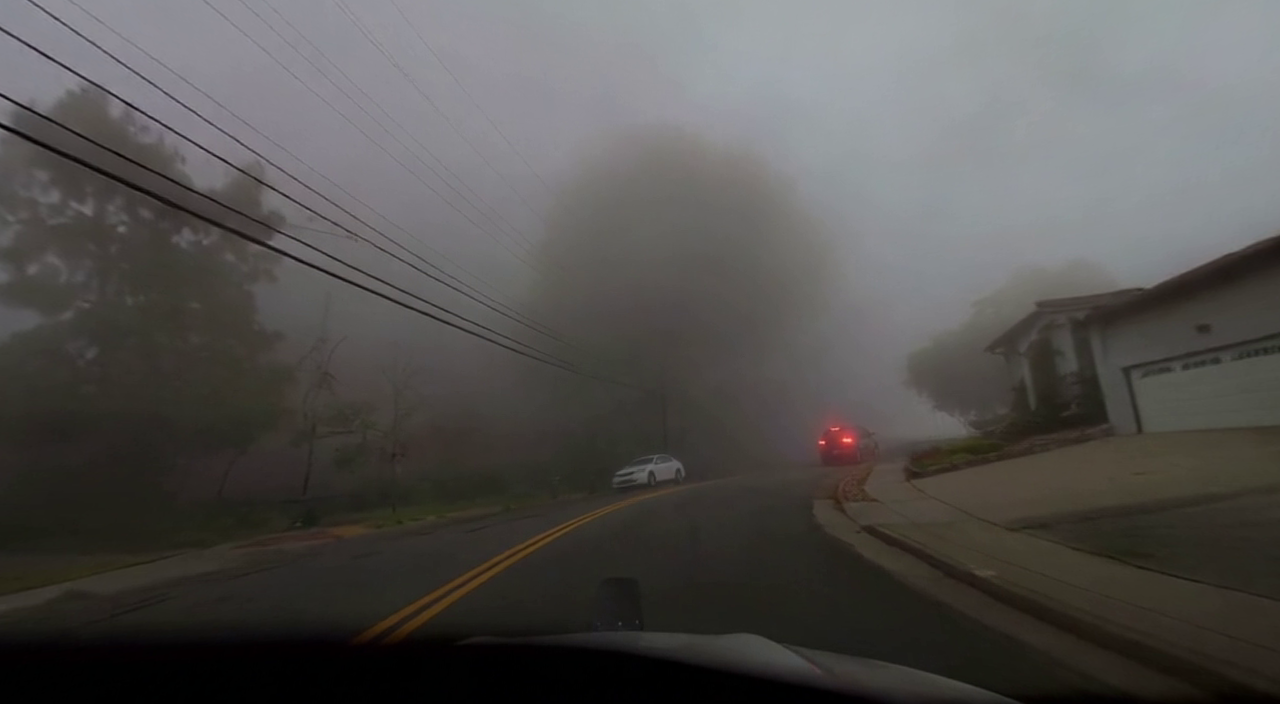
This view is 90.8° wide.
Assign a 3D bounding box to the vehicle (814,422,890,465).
[{"bbox_3d":[10.707,4.590,31.657,2.086,1.974,4.890,-6,-11,36],"label":"vehicle"}]

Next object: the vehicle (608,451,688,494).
[{"bbox_3d":[0.508,6.054,32.139,2.039,1.949,4.511,-5,-10,31],"label":"vehicle"}]
